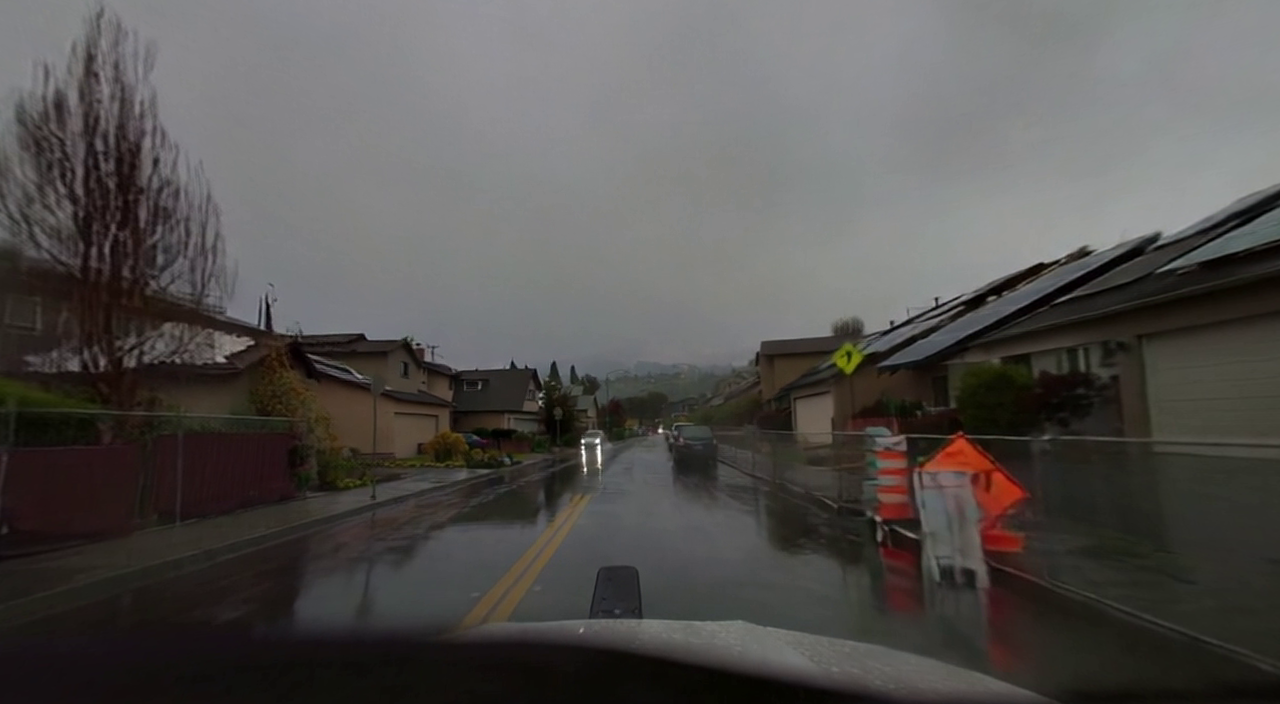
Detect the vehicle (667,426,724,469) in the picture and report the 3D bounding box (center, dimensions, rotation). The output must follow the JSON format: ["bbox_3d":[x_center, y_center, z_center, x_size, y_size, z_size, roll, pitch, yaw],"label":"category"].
[{"bbox_3d":[2.058,3.638,24.203,1.998,1.494,3.927,0,-8,3],"label":"vehicle"}]

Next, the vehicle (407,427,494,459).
[{"bbox_3d":[-10.763,5.191,35.909,4.205,1.745,2.121,-1,-8,4],"label":"vehicle"}]

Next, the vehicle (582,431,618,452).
[{"bbox_3d":[-2.853,6.553,46.293,1.972,1.499,4.191,-1,-8,6],"label":"vehicle"}]
